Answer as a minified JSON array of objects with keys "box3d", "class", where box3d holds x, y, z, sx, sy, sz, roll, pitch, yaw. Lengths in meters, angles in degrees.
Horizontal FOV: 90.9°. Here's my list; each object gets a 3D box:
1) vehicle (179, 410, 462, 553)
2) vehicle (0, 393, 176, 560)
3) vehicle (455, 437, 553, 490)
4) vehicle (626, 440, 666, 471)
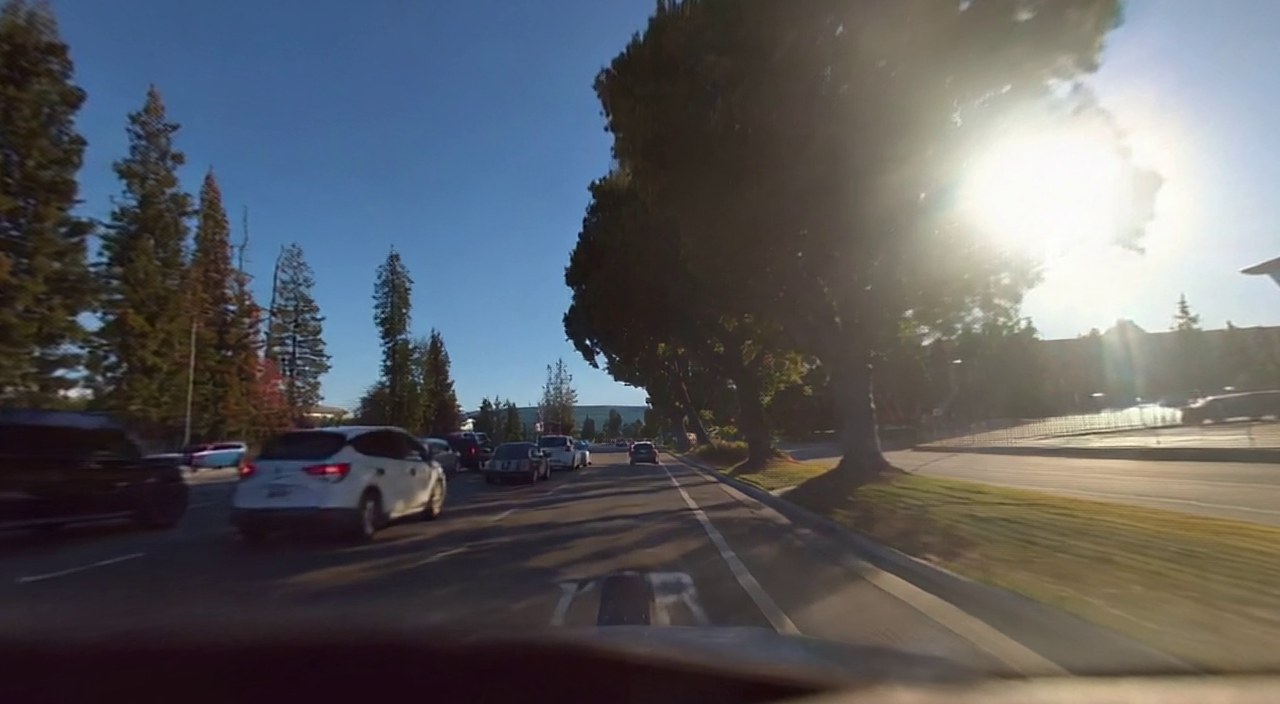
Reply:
[{"box3d":[-4.560,1.919,10.025,2.042,1.713,4.493,-1,-8,1],"class":"vehicle"},{"box3d":[-8.060,1.489,7.222,2.062,1.820,4.577,-5,-8,1],"class":"vehicle"},{"box3d":[-4.168,3.497,20.149,2.121,1.485,4.363,-1,-8,1],"class":"vehicle"},{"box3d":[0.312,5.206,31.880,1.875,1.453,3.888,-1,-8,0],"class":"vehicle"}]
